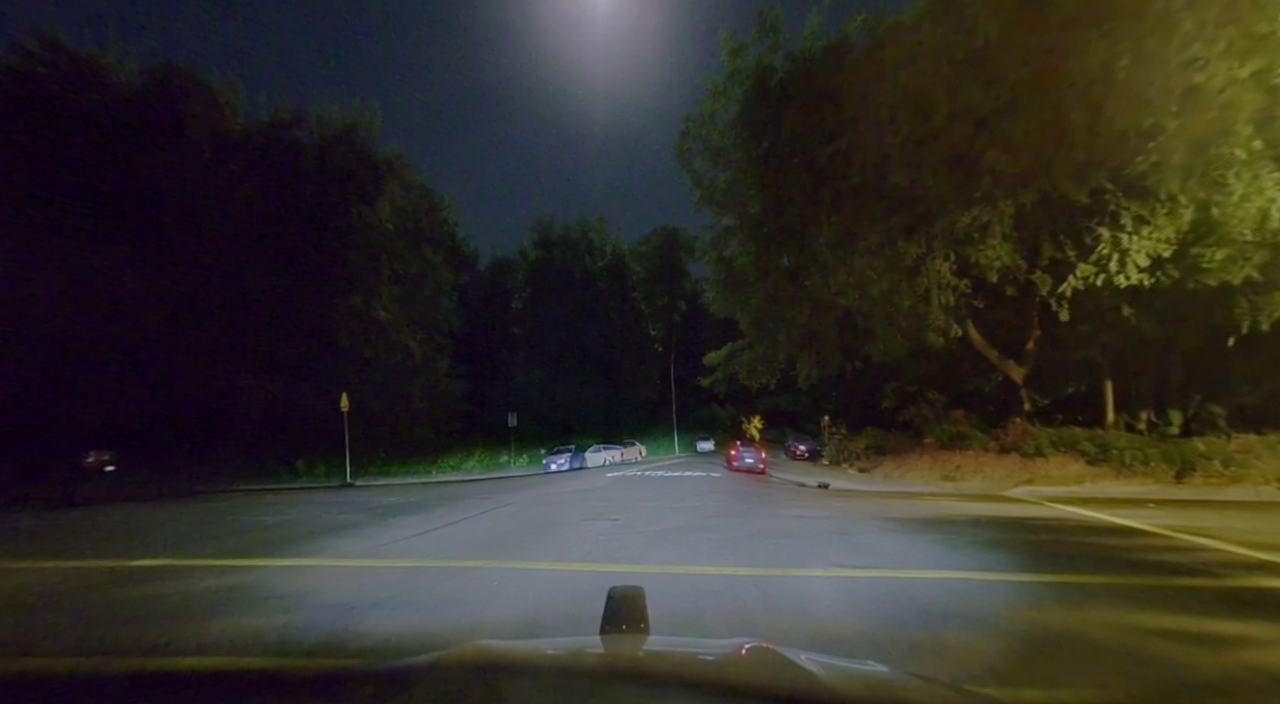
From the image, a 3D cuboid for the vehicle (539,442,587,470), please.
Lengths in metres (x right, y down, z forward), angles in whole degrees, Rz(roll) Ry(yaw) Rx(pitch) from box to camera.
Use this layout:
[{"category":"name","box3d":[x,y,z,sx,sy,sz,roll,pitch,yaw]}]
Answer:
[{"category":"vehicle","box3d":[-4.396,6.034,36.734,2.102,1.507,4.049,-1,-8,2]}]

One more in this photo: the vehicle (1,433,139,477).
[{"category":"vehicle","box3d":[-24.966,4.480,27.626,4.986,1.796,2.066,-2,-9,17]}]

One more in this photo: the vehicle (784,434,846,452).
[{"category":"vehicle","box3d":[13.435,7.008,48.551,4.310,1.378,1.698,-1,-8,4]}]

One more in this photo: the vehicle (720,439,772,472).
[{"category":"vehicle","box3d":[5.021,4.984,30.473,2.051,1.461,4.100,-1,-8,4]}]
